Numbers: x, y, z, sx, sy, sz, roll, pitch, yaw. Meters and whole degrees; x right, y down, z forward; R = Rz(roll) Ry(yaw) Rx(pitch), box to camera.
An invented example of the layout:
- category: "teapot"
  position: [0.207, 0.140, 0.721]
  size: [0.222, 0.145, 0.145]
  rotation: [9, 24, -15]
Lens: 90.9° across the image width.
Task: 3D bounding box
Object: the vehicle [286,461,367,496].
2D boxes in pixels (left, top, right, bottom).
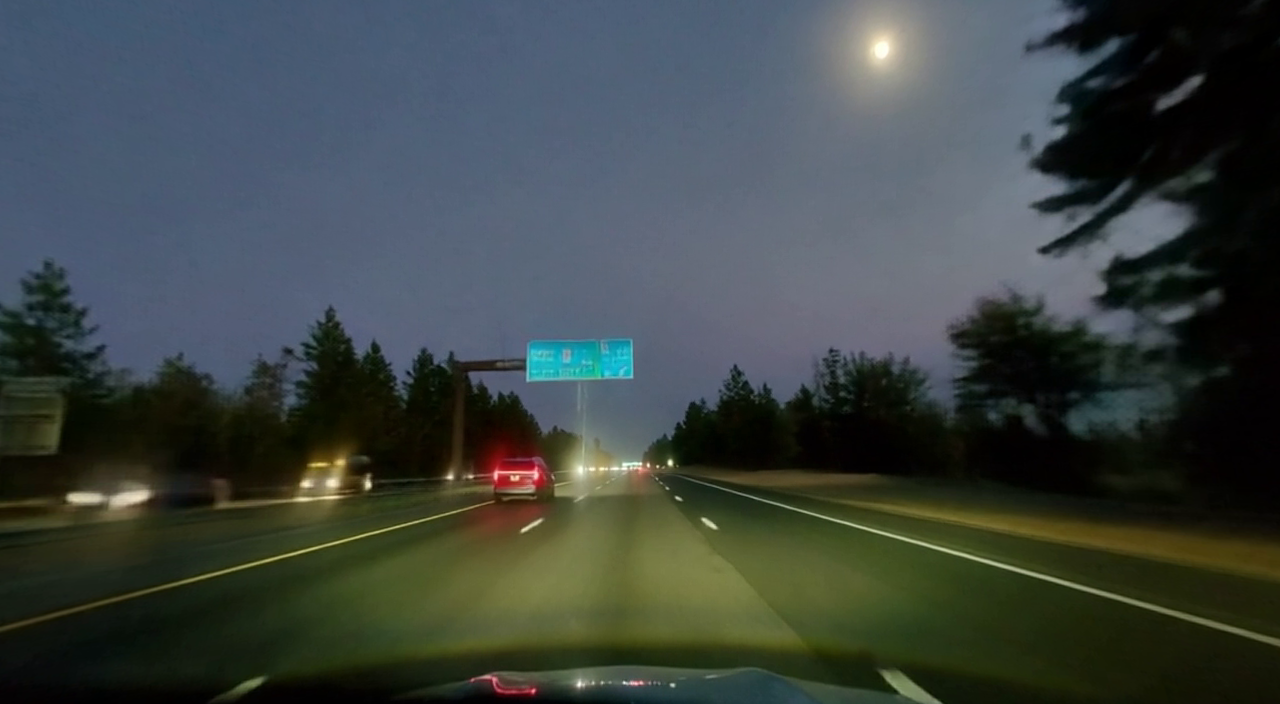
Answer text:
- category: "vehicle"
  position: [-17.788, 7.195, 36.098]
  size: [2.060, 1.831, 5.034]
  rotation: [1, -10, -1]

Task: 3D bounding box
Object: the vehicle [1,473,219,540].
- category: "vehicle"
  position: [-13.474, 3.926, 16.496]
  size: [1.827, 1.436, 4.554]
  rotation: [1, -10, -2]

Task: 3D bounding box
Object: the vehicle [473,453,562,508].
- category: "vehicle"
  position: [-3.890, 4.199, 20.817]
  size: [2.081, 1.586, 4.245]
  rotation: [0, -10, 0]
